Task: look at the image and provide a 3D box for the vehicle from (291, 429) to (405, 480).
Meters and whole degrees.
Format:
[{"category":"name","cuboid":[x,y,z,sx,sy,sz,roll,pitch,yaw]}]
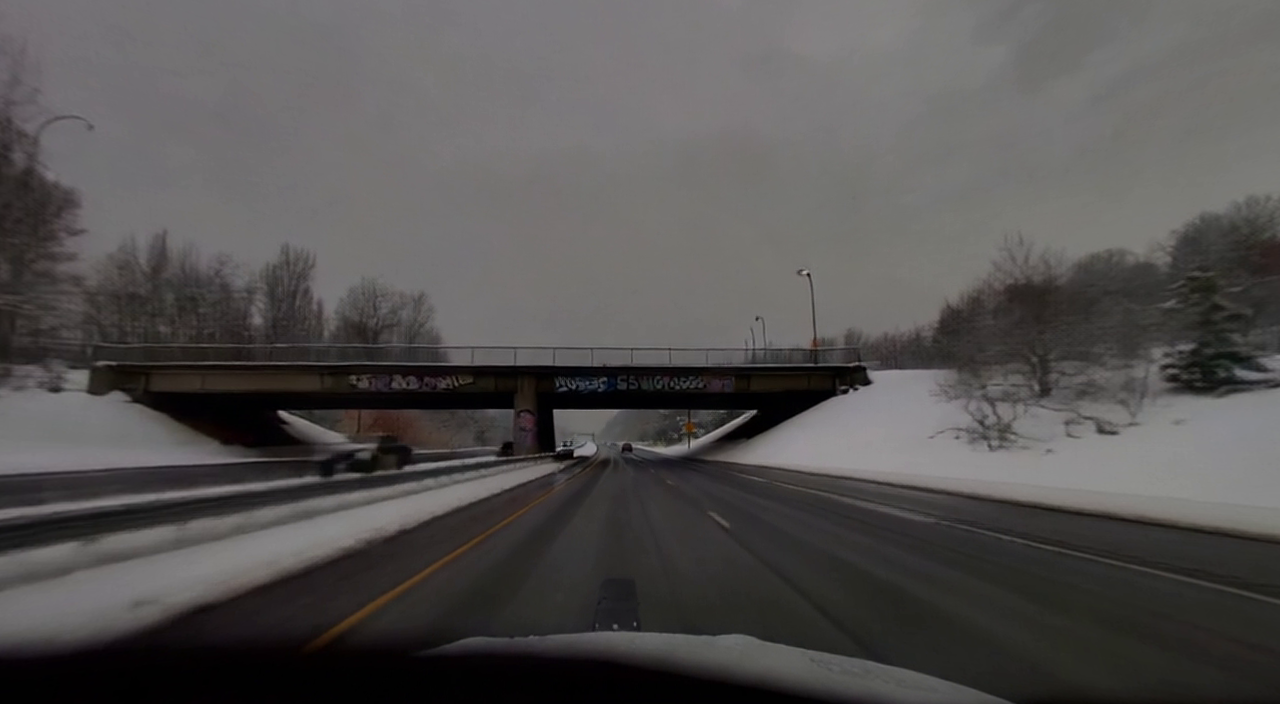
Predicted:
[{"category":"vehicle","cuboid":[-9.697,3.453,21.223,1.877,1.519,4.222,0,-9,-1]}]
